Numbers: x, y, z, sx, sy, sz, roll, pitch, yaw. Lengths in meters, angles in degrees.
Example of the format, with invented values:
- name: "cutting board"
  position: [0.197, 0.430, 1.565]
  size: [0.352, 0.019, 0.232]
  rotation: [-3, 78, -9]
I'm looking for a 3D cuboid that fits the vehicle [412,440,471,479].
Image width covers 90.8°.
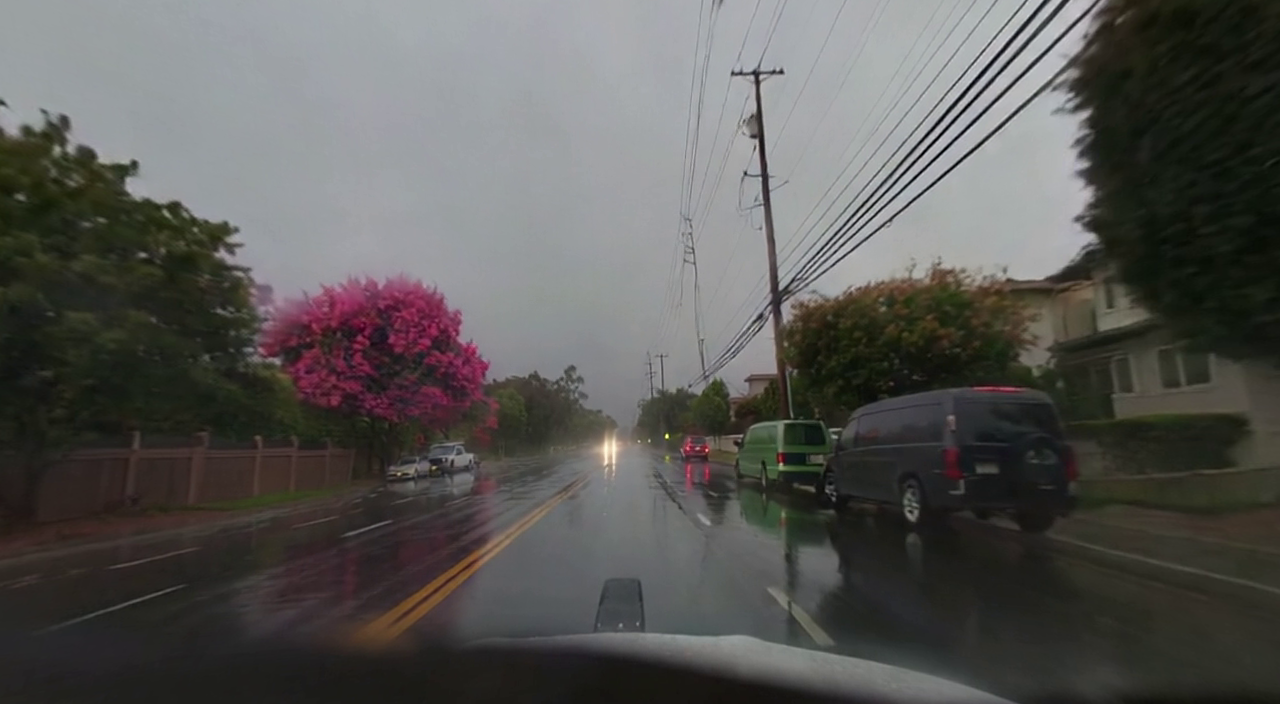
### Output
- name: "vehicle"
  position: [-13.455, 7.241, 43.210]
  size: [2.331, 2.265, 5.888]
  rotation: [-3, -7, -2]

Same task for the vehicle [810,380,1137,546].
- name: "vehicle"
  position: [5.252, 1.881, 11.339]
  size: [2.335, 2.193, 5.656]
  rotation: [0, -8, -5]

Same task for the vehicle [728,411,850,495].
- name: "vehicle"
  position: [4.523, 3.248, 20.634]
  size: [2.578, 2.248, 7.011]
  rotation: [-1, -8, 3]

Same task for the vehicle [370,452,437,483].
- name: "vehicle"
  position: [-13.479, 6.577, 36.367]
  size: [2.041, 1.573, 4.575]
  rotation: [-1, -8, 1]
